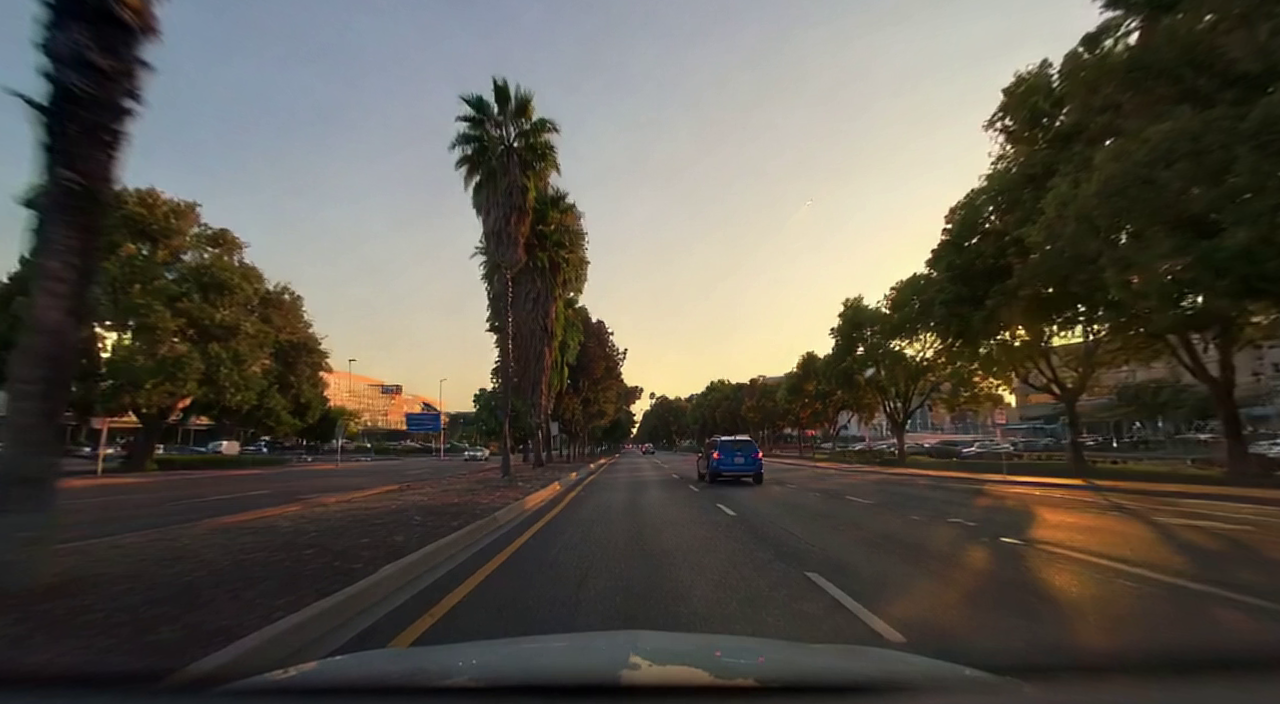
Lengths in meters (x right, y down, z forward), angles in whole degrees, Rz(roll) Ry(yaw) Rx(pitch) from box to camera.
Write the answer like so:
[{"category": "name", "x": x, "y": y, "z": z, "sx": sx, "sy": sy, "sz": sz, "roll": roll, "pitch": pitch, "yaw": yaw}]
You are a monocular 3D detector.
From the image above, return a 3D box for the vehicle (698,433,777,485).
[{"category": "vehicle", "x": 3.423, "y": 3.837, "z": 22.950, "sx": 2.072, "sy": 1.696, "sz": 4.177, "roll": 0, "pitch": -8, "yaw": -2}]
